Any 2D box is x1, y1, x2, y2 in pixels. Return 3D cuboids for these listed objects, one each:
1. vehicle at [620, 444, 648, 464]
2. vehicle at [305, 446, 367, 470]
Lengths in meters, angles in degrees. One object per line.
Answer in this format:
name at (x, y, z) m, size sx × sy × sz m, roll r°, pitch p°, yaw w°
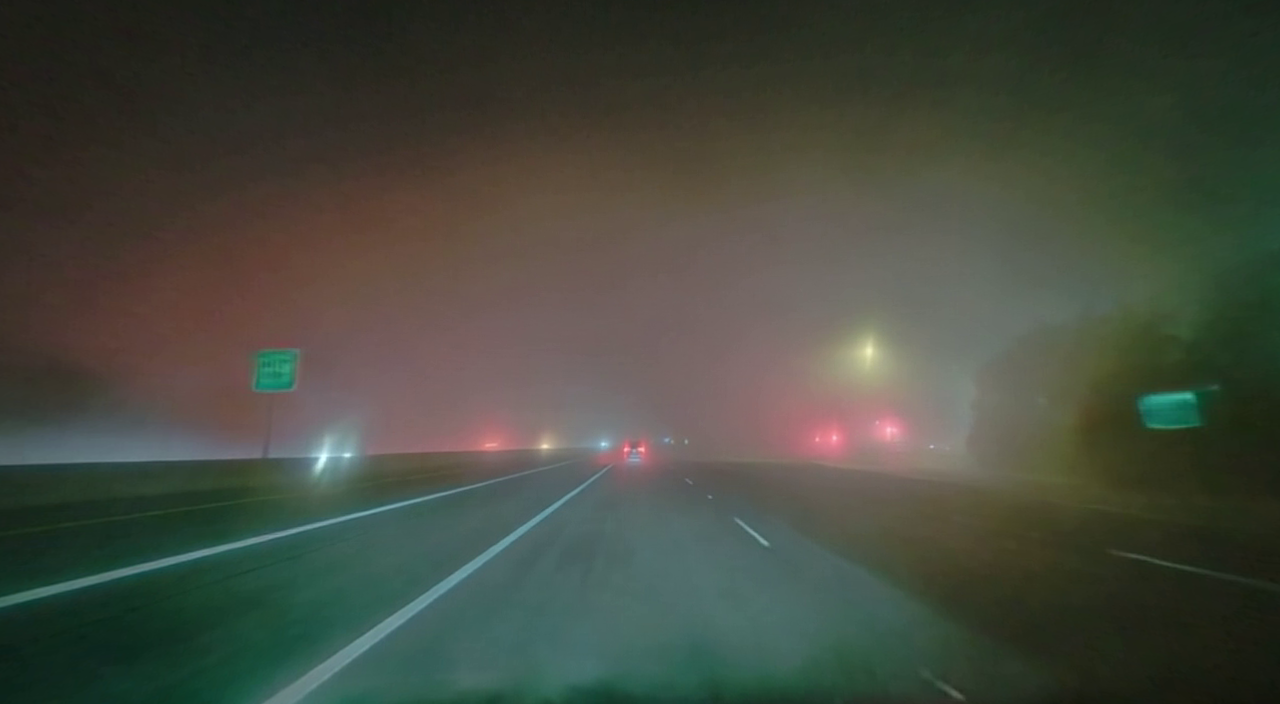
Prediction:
vehicle at (-0.454, 7.818, 48.565) m, size 2.025 × 1.460 × 4.189 m, roll 0°, pitch -8°, yaw -1°
vehicle at (-21.076, 7.339, 44.031) m, size 1.959 × 1.530 × 4.569 m, roll 0°, pitch -8°, yaw 1°
